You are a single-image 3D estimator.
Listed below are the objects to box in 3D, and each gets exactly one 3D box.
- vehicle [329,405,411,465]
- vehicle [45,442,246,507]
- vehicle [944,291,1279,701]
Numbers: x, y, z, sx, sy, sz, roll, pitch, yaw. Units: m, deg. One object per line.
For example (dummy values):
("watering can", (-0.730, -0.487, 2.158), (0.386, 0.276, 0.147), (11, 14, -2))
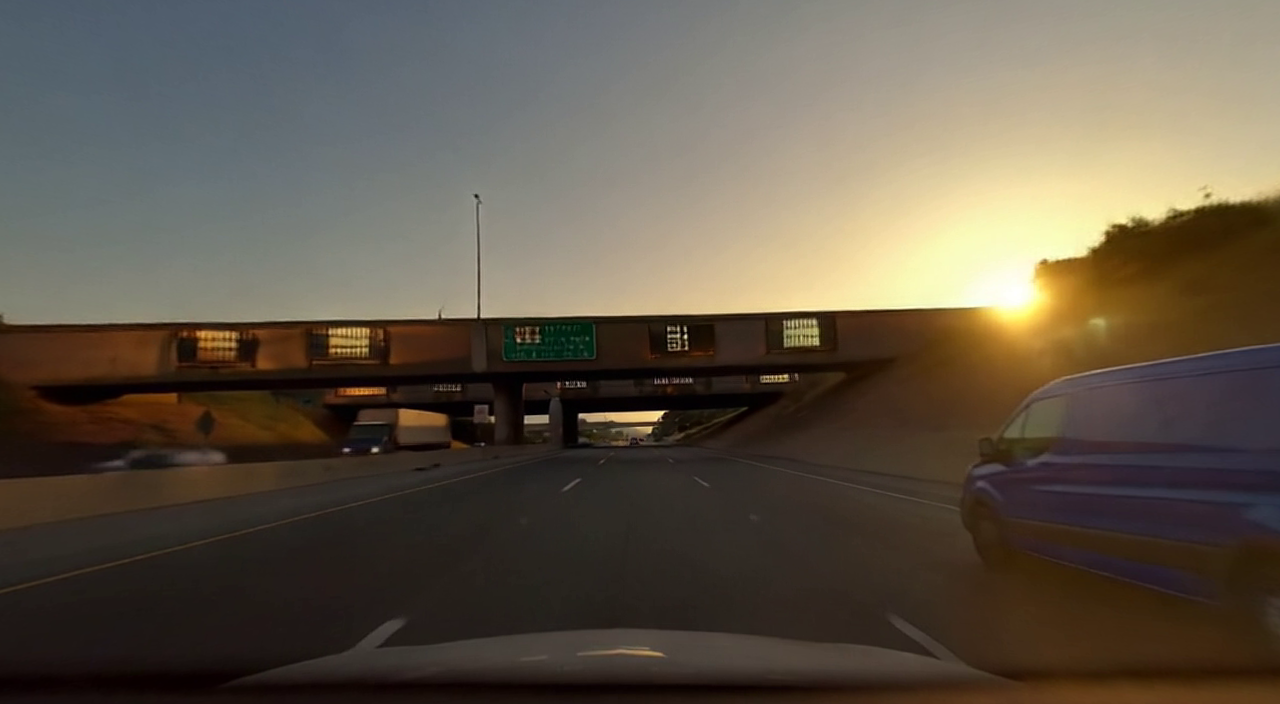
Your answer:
("vehicle", (-18.991, 5.893, 44.670), (3.000, 3.921, 5.758), (-1, -8, 2))
("vehicle", (-13.361, 3.284, 17.469), (1.923, 1.526, 4.507), (-1, -8, 0))
("vehicle", (4.220, 0.826, 3.983), (2.161, 2.002, 4.631), (0, -8, -1))
